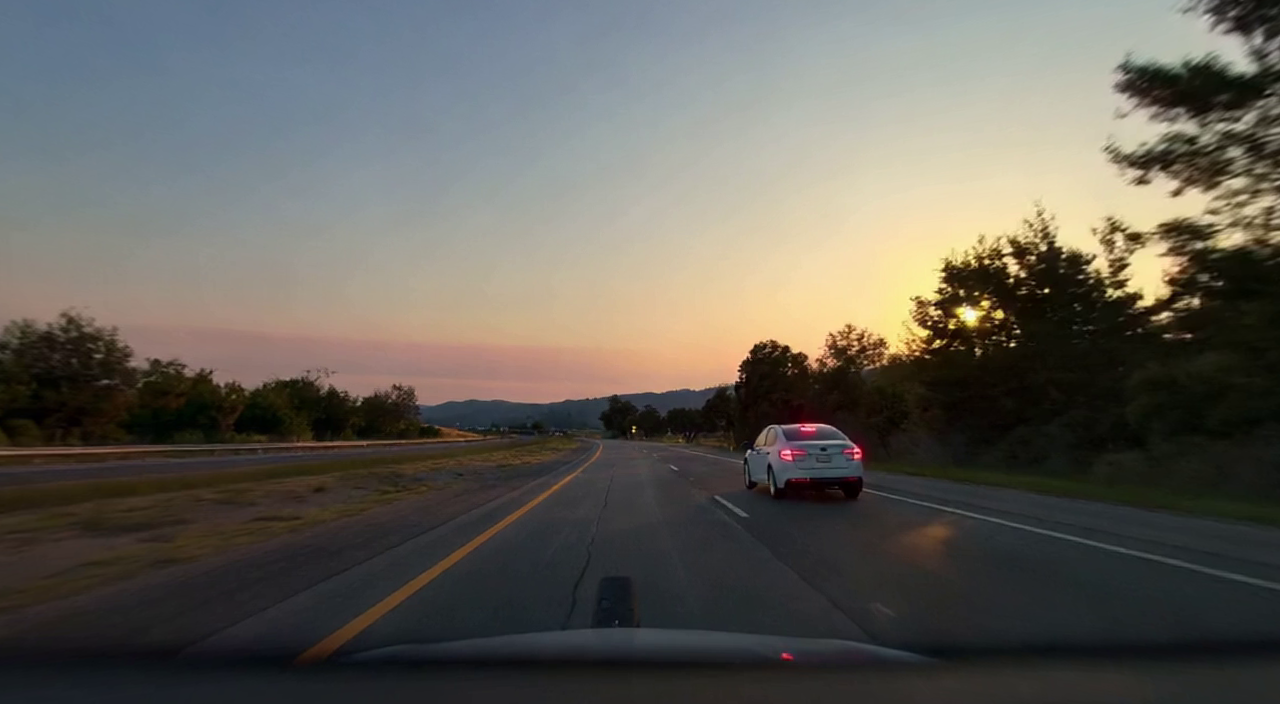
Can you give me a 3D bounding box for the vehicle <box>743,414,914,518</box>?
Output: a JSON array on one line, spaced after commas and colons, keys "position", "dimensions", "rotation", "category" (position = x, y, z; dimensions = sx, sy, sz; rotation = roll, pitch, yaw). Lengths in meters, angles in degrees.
[{"position": [3.387, 2.118, 12.303], "dimensions": [1.941, 1.655, 4.137], "rotation": [0, -8, -2], "category": "vehicle"}]
